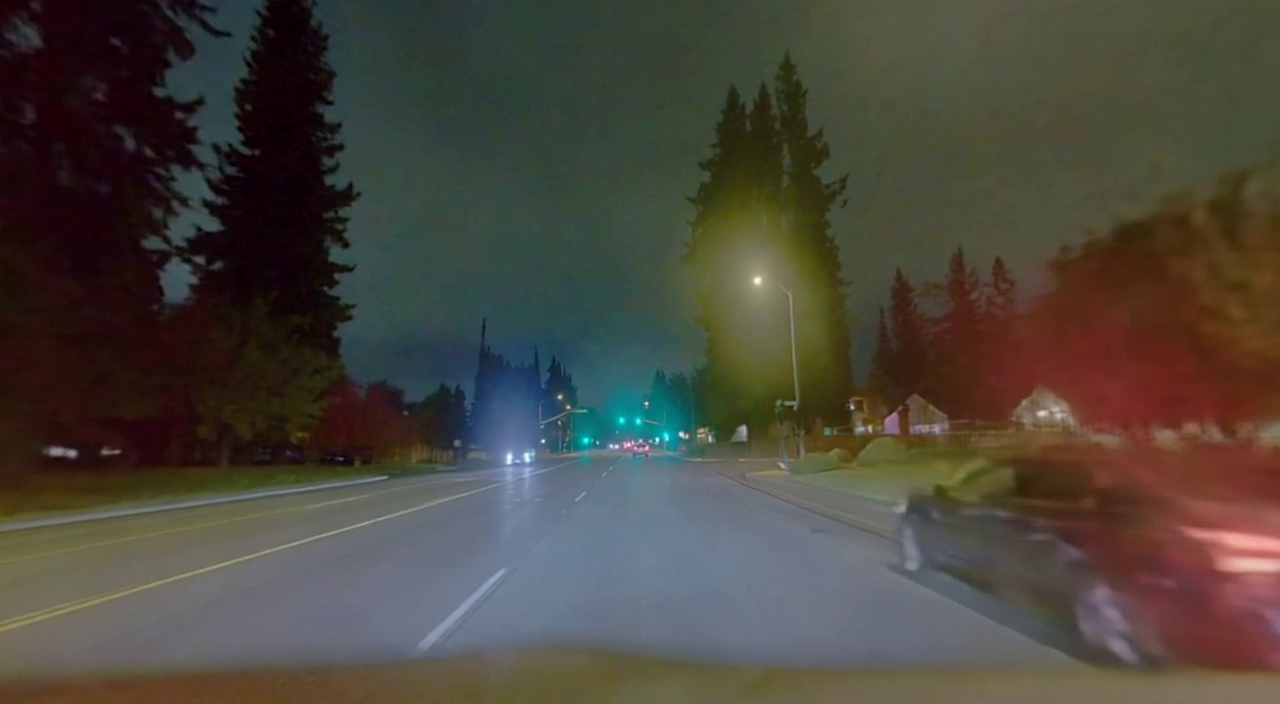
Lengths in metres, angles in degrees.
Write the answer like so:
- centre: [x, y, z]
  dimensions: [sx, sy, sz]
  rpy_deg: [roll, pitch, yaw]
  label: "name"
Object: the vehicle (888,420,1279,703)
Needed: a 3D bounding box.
- centre: [3.737, 1.353, 4.821]
  dimensions: [1.942, 1.502, 4.244]
  rpy_deg: [0, -8, 0]
  label: "vehicle"
